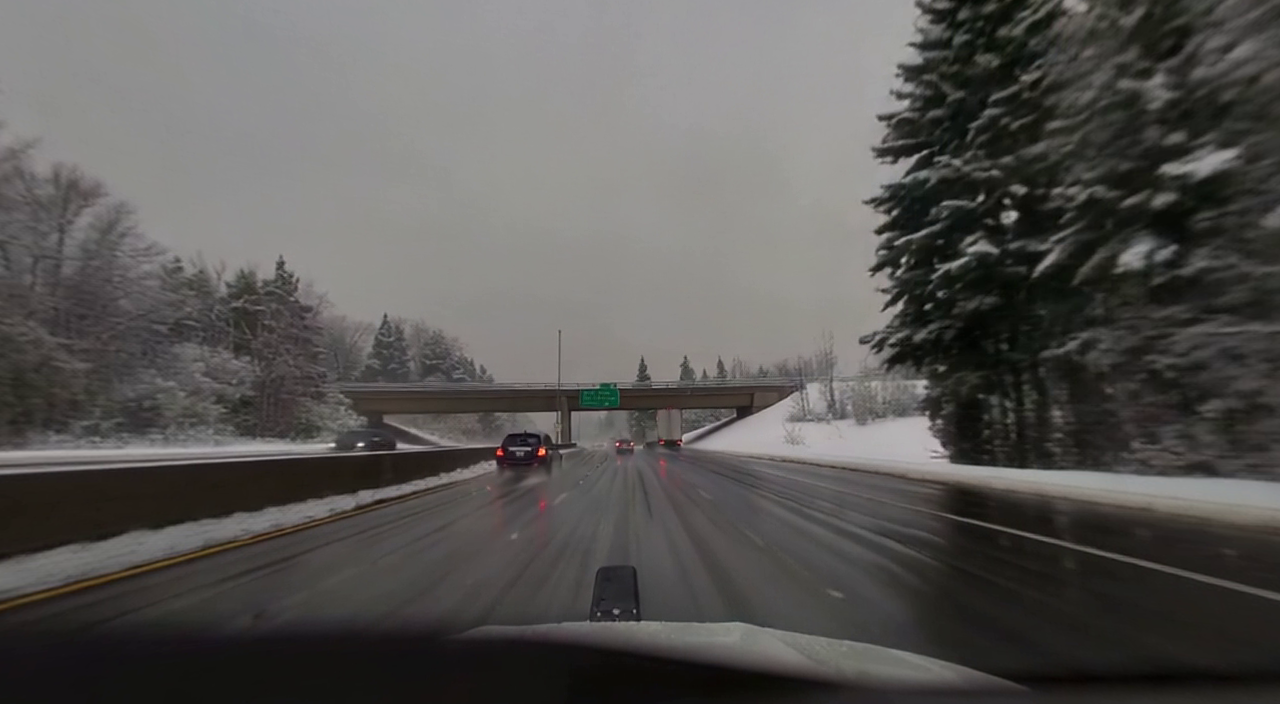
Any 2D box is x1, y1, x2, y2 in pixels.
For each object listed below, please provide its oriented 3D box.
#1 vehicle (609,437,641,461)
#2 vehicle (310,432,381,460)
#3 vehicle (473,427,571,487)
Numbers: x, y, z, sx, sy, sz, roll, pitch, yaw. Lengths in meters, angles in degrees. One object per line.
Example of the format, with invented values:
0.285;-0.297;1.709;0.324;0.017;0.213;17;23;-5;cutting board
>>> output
-1.014;6.748;43.841;2.125;1.542;3.816;0;-8;-1;vehicle
-16.834;5.418;36.302;1.908;1.502;4.682;0;-8;-1;vehicle
-3.777;3.474;21.176;2.377;1.747;4.703;0;-8;0;vehicle
